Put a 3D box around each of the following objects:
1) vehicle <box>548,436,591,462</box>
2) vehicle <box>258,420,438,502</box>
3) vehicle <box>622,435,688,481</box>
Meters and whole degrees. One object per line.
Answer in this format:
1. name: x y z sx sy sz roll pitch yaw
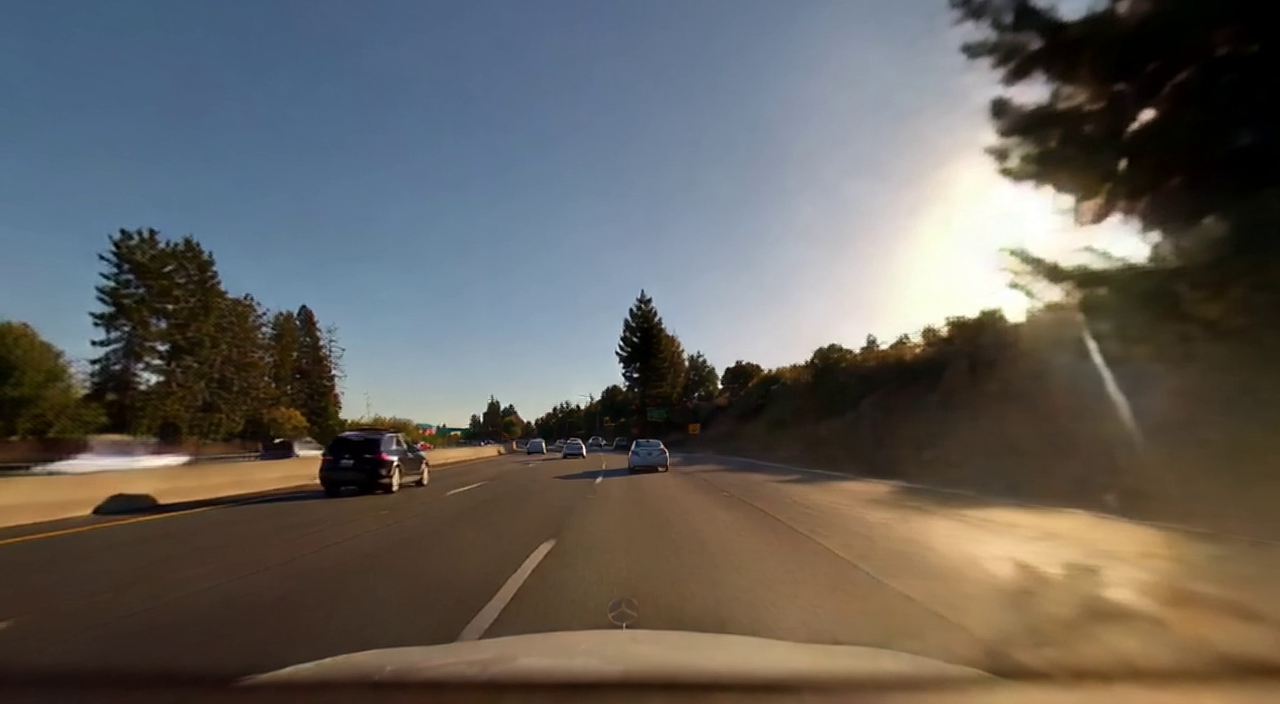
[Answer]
1. vehicle: -4.297 6.017 39.252 2.246 1.519 4.980 0 -8 -2
2. vehicle: -6.838 2.613 15.502 2.221 1.693 4.631 0 -8 0
3. vehicle: 0.428 3.632 21.871 2.051 1.444 3.927 0 -8 -1
